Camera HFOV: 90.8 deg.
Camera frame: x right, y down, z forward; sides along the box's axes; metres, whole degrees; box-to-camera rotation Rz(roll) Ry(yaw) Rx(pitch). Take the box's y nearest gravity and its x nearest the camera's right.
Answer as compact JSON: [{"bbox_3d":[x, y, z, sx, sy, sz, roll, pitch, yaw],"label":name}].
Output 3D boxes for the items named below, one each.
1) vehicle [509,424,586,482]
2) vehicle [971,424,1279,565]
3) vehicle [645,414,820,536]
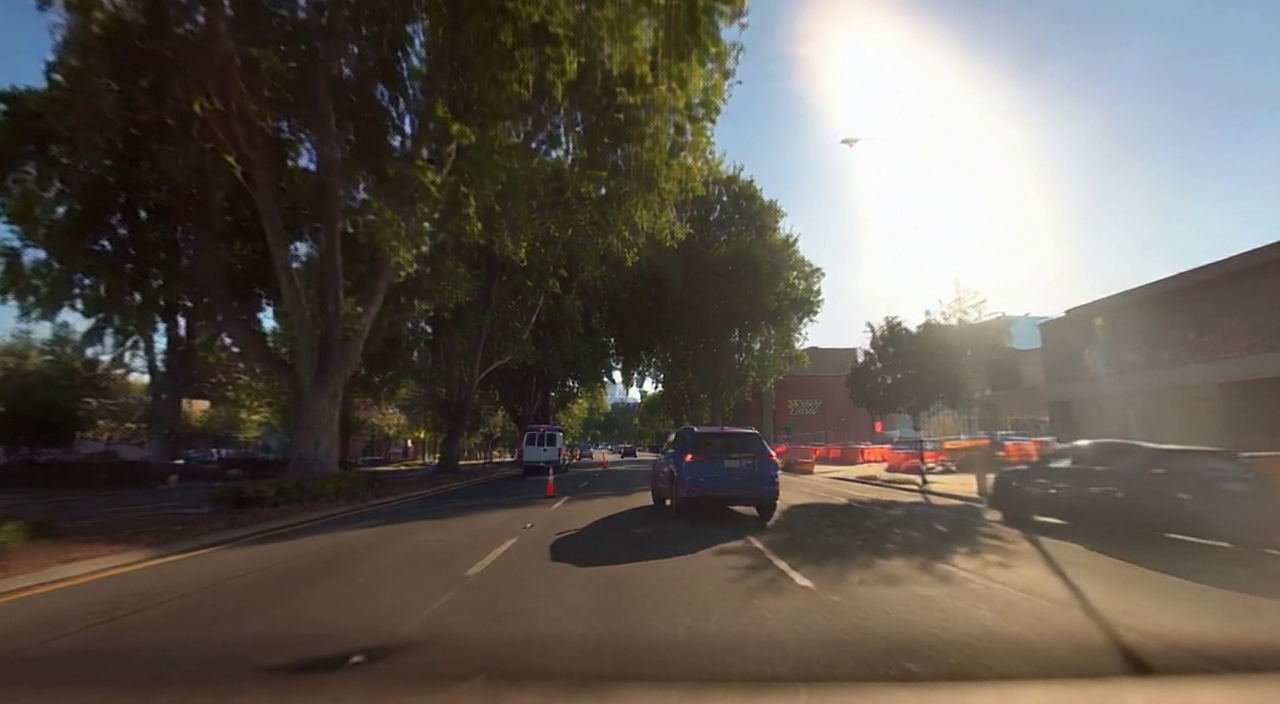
[{"bbox_3d":[-3.576,4.070,25.611,2.357,2.063,5.488,0,-8,-1],"label":"vehicle"},{"bbox_3d":[6.836,1.837,8.932,1.853,1.483,4.313,0,-8,-1],"label":"vehicle"},{"bbox_3d":[1.357,2.075,11.259,2.168,1.725,4.192,0,-8,-5],"label":"vehicle"}]
